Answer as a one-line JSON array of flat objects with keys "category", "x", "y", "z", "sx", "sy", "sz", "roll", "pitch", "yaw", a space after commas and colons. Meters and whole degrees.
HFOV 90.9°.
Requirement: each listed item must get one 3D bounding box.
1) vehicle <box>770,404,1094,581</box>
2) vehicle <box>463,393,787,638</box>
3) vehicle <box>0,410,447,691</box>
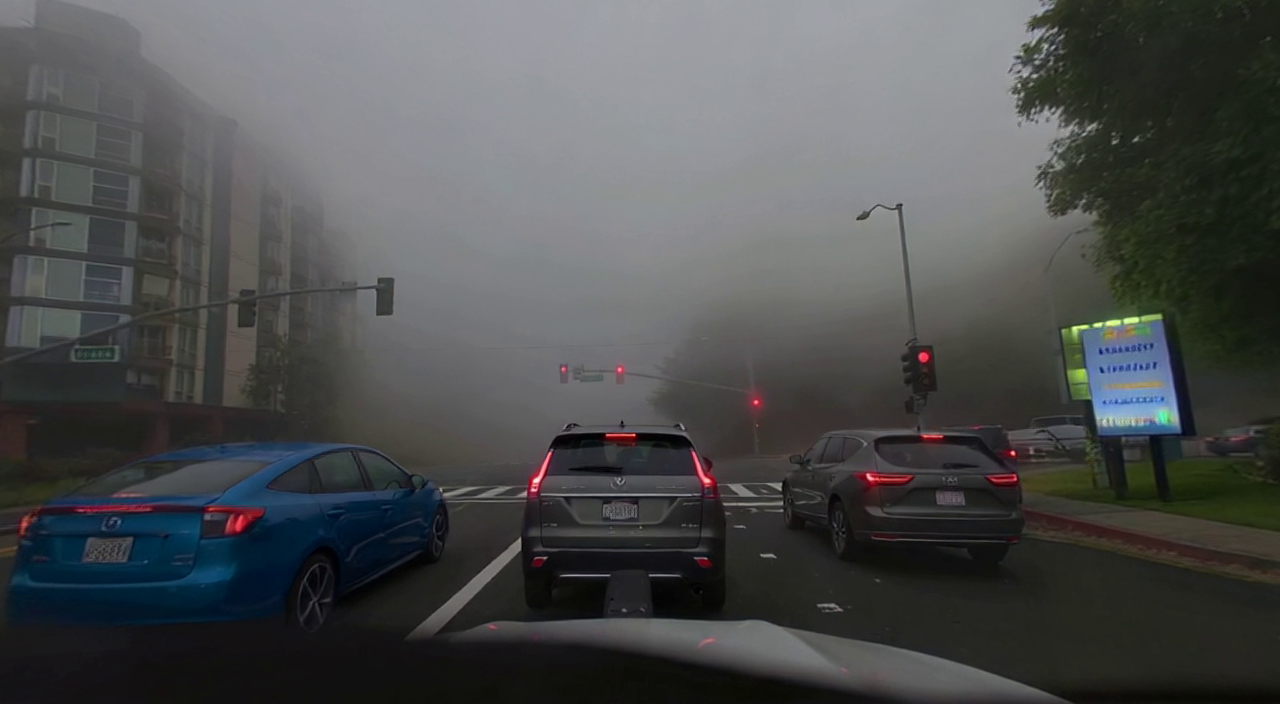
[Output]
[{"category": "vehicle", "x": 3.217, "y": 1.657, "z": 8.252, "sx": 2.004, "sy": 1.646, "sz": 4.554, "roll": 0, "pitch": -8, "yaw": -1}, {"category": "vehicle", "x": -0.126, "y": 1.428, "z": 6.505, "sx": 2.195, "sy": 1.662, "sz": 4.262, "roll": 0, "pitch": -8, "yaw": -1}, {"category": "vehicle", "x": -3.546, "y": 1.427, "z": 5.823, "sx": 1.906, "sy": 1.524, "sz": 4.547, "roll": 0, "pitch": -8, "yaw": 2}]
